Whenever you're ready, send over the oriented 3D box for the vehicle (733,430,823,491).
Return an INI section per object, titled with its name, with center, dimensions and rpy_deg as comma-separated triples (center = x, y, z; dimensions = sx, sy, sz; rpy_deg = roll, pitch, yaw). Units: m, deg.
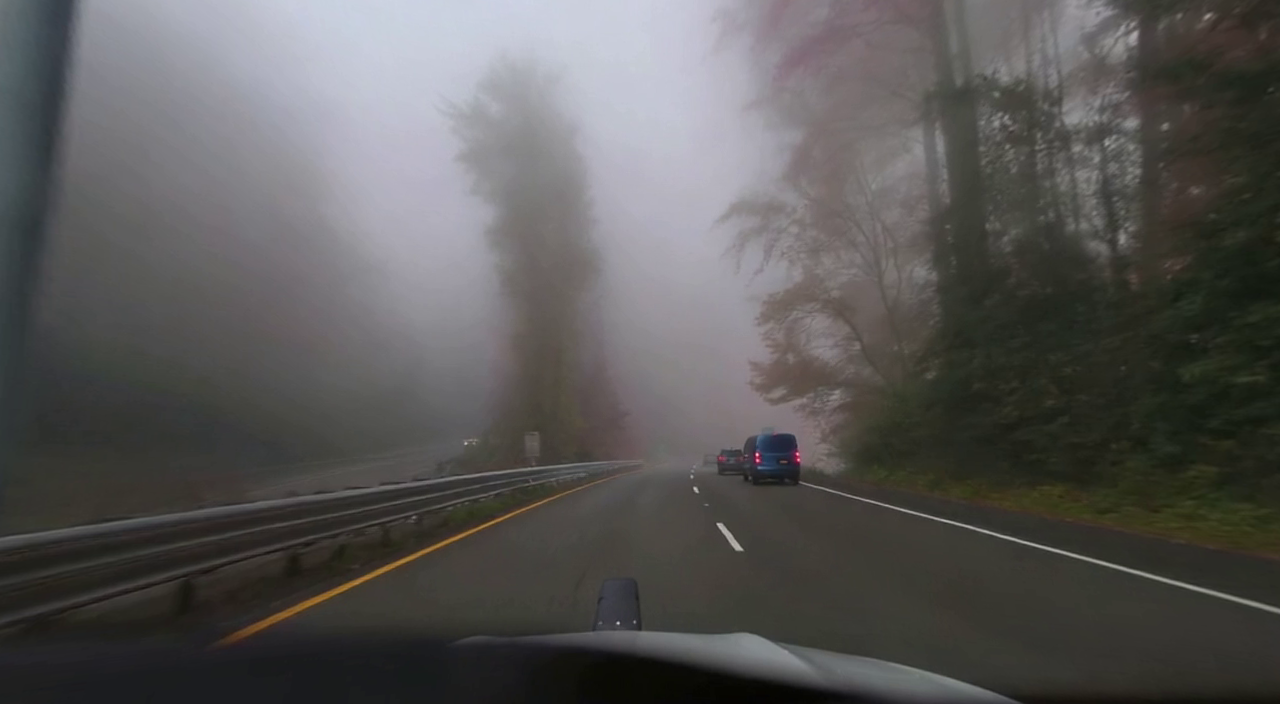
[vehicle]
center = 4.848, 3.915, 22.848
dimensions = 2.205, 1.923, 4.956
rpy_deg = -1, -9, 1
